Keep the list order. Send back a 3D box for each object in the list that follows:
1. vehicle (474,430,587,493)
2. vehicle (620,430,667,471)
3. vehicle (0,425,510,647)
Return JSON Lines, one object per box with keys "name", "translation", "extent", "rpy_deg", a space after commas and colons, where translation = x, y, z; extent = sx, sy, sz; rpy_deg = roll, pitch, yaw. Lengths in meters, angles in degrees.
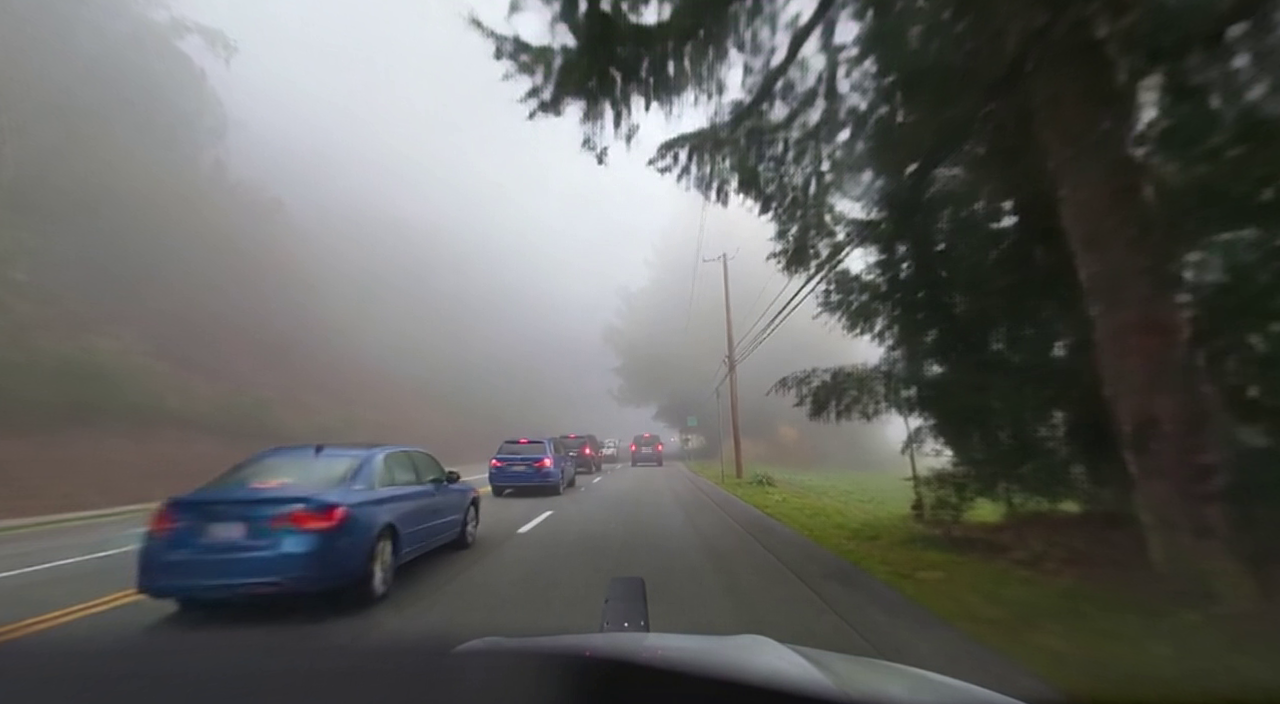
{"name": "vehicle", "translation": [-2.909, 3.070, 18.031], "extent": [2.180, 1.546, 4.755], "rpy_deg": [0, -9, 3]}
{"name": "vehicle", "translation": [0.258, 5.047, 32.438], "extent": [2.241, 1.912, 4.095], "rpy_deg": [-1, -8, 2]}
{"name": "vehicle", "translation": [-3.164, 1.608, 6.794], "extent": [2.260, 1.465, 4.972], "rpy_deg": [-1, -8, 2]}
